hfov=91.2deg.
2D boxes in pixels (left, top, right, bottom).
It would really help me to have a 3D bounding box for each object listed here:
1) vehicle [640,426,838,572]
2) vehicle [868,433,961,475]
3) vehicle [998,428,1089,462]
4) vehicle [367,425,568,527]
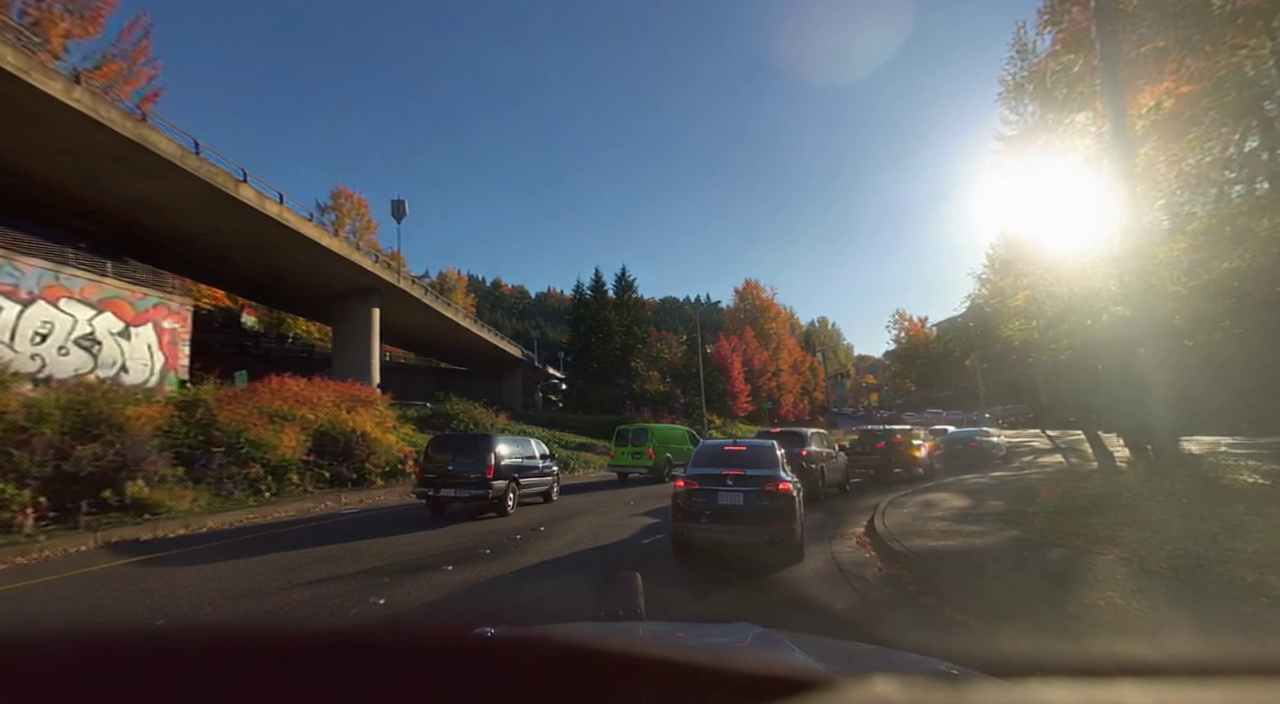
[{"bbox_3d":[1.584,1.871,8.725,2.064,1.515,3.722,-3,-9,18],"label":"vehicle"},{"bbox_3d":[10.646,3.916,24.160,3.902,1.446,1.780,8,-12,-42],"label":"vehicle"},{"bbox_3d":[18.796,4.333,29.180,3.934,1.485,1.763,5,-10,-29],"label":"vehicle"},{"bbox_3d":[-2.972,2.257,11.896,1.921,1.554,4.081,-3,-9,13],"label":"vehicle"}]
